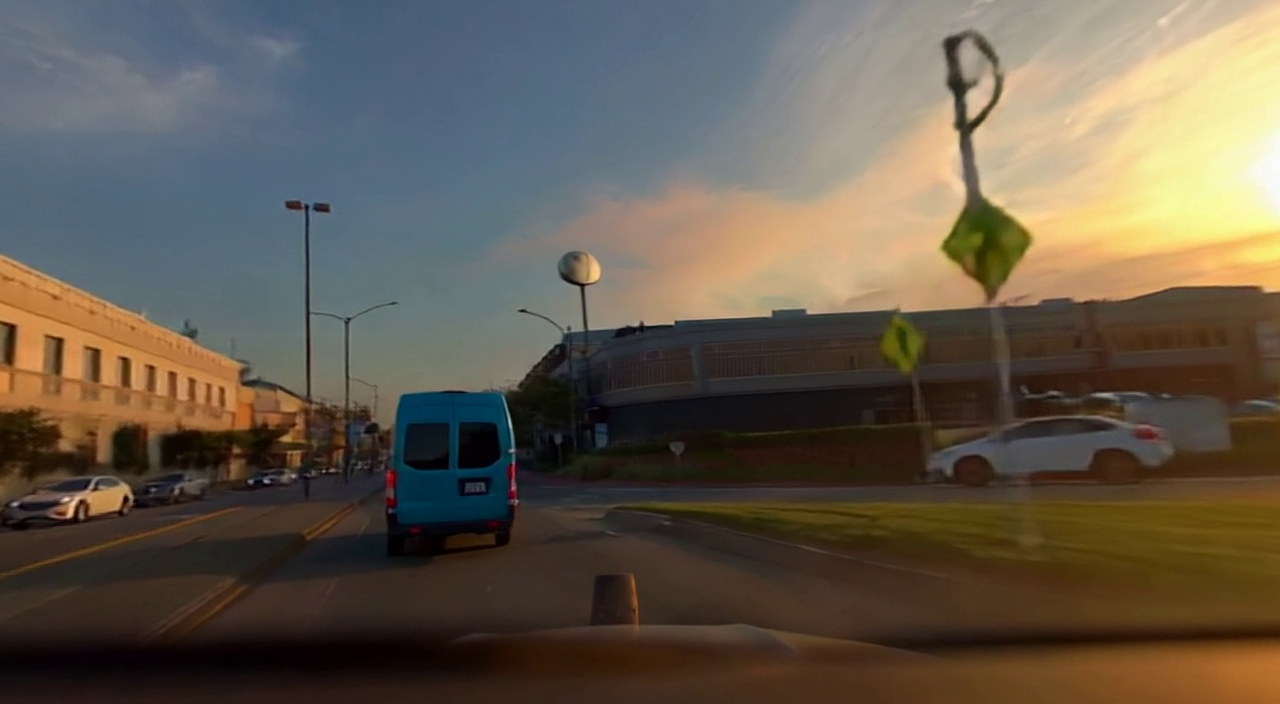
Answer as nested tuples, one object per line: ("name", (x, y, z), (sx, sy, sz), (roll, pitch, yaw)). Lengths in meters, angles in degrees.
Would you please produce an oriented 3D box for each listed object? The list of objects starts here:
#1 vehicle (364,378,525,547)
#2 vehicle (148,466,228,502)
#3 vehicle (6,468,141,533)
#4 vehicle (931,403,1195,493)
("vehicle", (-4.055, 2.189, 12.909), (2.432, 2.624, 5.670), (2, -9, -19))
("vehicle", (-25.408, 7.404, 35.442), (1.938, 1.688, 4.523), (1, -9, -12))
("vehicle", (-19.073, 4.942, 21.352), (2.114, 1.668, 3.747), (-3, -8, -19))
("vehicle", (8.357, 1.997, 12.937), (4.109, 1.592, 2.008), (-5, -10, 25))
